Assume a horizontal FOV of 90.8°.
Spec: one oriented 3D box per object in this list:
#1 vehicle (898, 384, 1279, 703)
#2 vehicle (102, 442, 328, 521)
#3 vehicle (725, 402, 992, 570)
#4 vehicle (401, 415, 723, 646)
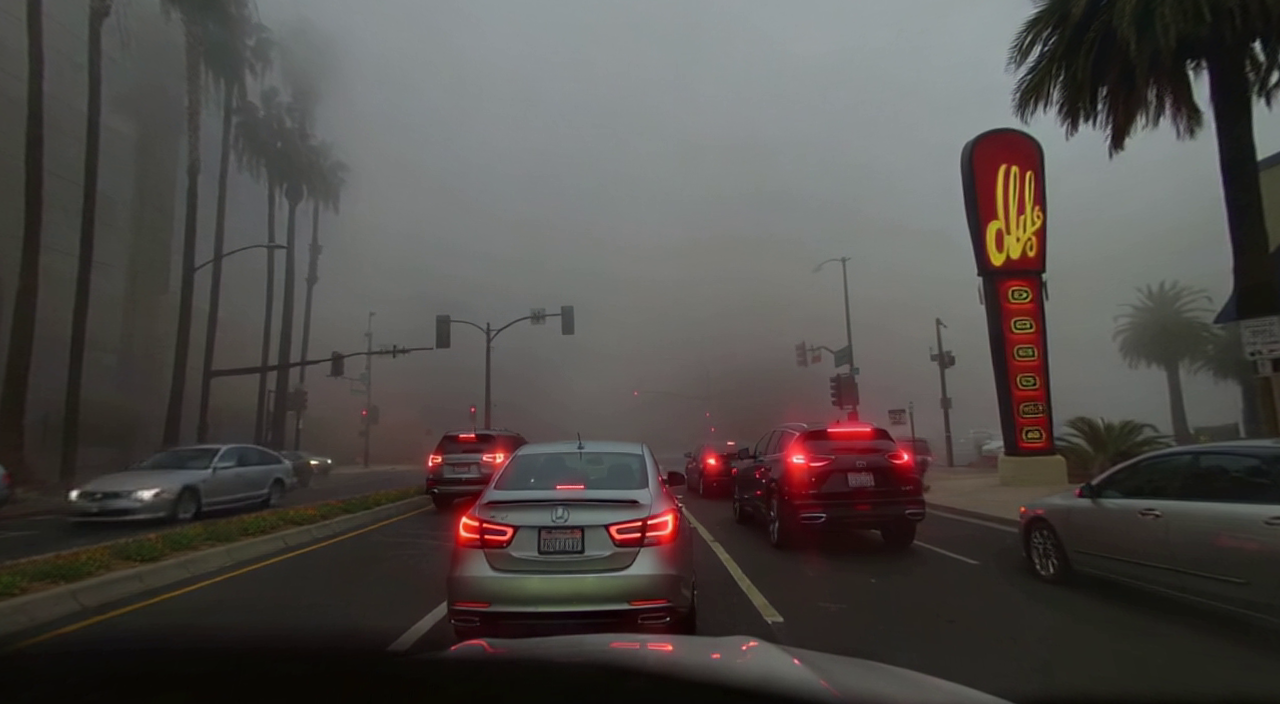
[{"bbox_3d":[2.612,0.809,1.478,2.085,1.469,4.458,0,-9,-1],"label":"vehicle"},{"bbox_3d":[-9.004,2.739,14.002,1.949,1.442,4.502,0,-9,-2],"label":"vehicle"},{"bbox_3d":[2.633,1.763,9.026,2.096,1.775,4.440,0,-9,-2],"label":"vehicle"},{"bbox_3d":[-0.513,1.472,6.230,2.096,1.492,4.071,0,-9,0],"label":"vehicle"}]
